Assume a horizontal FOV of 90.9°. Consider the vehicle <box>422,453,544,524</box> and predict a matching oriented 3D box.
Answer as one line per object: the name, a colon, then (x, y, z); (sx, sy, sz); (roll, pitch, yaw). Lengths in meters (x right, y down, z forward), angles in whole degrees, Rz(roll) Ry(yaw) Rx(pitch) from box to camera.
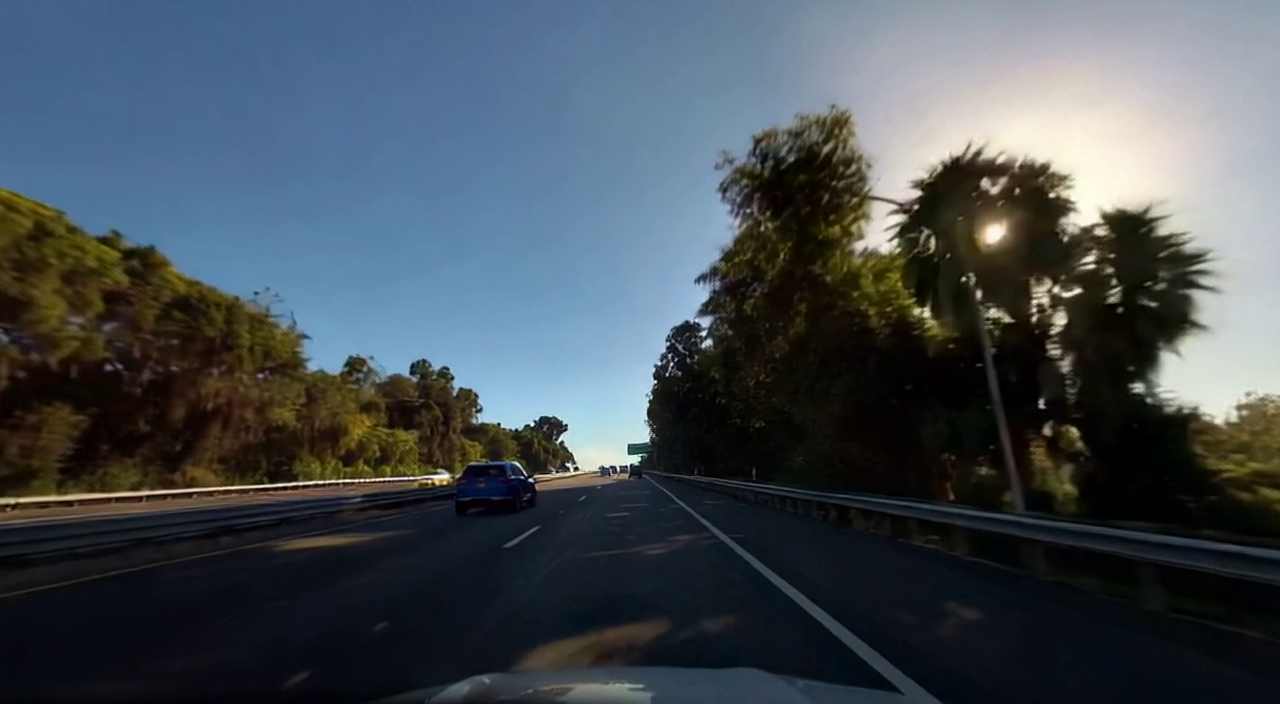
vehicle: (-3.788, 3.399, 16.047); (2.017, 1.516, 4.041); (1, -11, 0)
